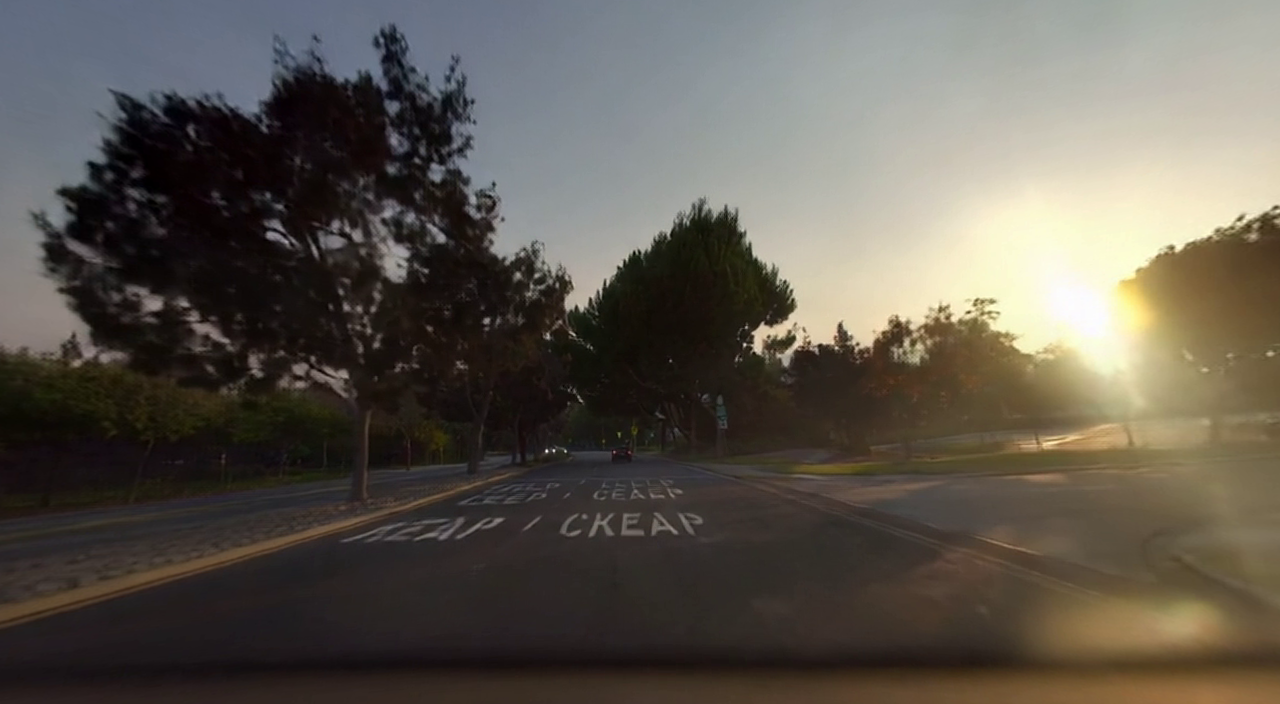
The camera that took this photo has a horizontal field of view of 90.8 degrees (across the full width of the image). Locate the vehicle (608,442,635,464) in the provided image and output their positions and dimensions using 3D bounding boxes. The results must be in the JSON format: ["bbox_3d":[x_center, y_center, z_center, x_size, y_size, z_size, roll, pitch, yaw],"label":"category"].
[{"bbox_3d":[-1.450,7.880,49.449,2.045,1.613,4.210,0,-8,-2],"label":"vehicle"}]
